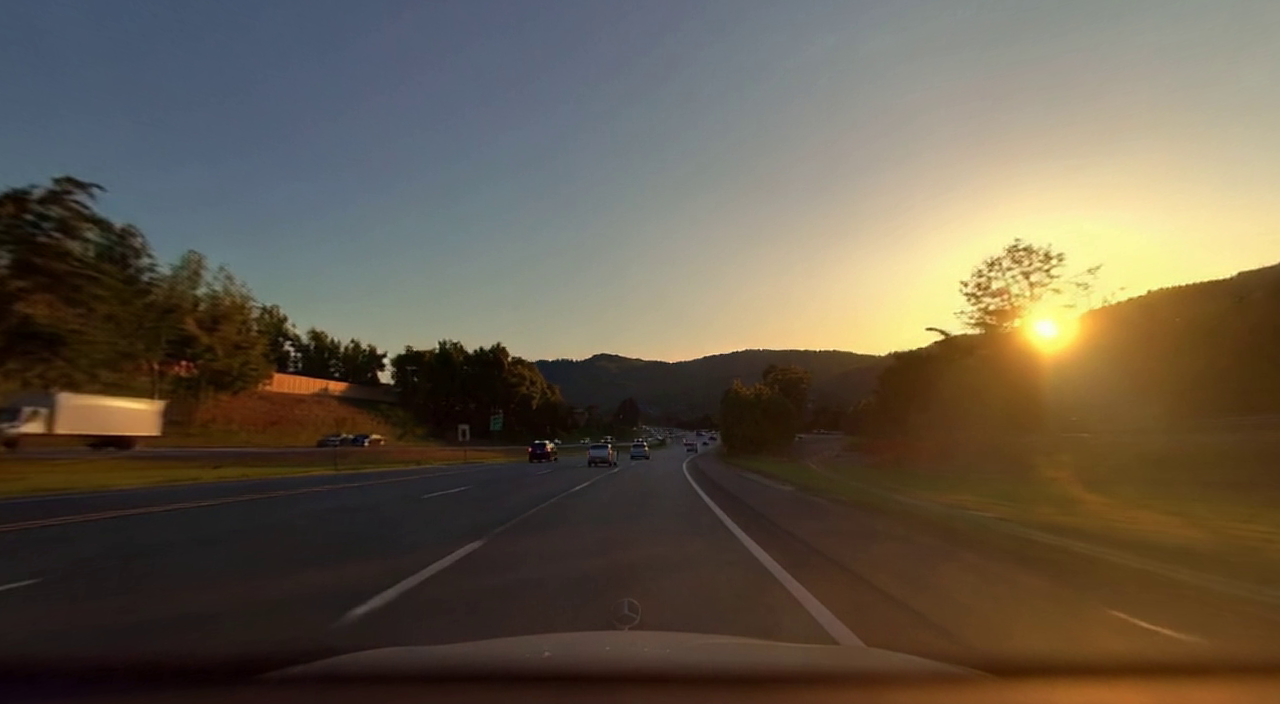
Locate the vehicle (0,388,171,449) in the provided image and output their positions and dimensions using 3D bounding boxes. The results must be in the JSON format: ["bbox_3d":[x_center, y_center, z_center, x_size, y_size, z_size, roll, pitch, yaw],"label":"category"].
[{"bbox_3d":[-36.759,4.609,41.448,3.282,3.523,10.262,0,-9,4],"label":"vehicle"}]

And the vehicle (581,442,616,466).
[{"bbox_3d":[-2.999,7.580,46.793,2.035,1.673,4.469,0,-9,4],"label":"vehicle"}]
